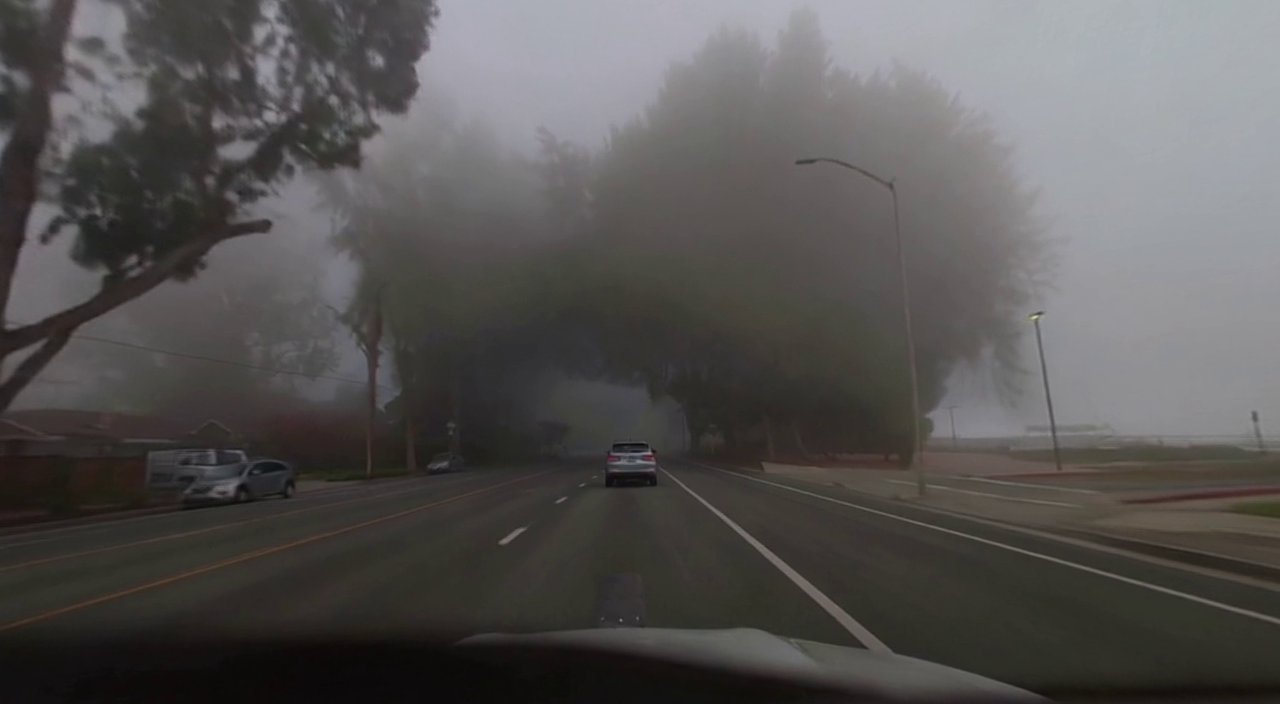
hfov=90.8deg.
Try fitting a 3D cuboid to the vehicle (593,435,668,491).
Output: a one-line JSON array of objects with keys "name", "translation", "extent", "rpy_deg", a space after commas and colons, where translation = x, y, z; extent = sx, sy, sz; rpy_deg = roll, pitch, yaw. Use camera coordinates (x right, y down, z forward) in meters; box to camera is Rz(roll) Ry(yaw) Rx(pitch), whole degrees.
[{"name": "vehicle", "translation": [-0.314, 3.567, 20.600], "extent": [2.181, 1.639, 4.127], "rpy_deg": [0, -9, -1]}]

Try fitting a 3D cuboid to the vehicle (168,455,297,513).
[{"name": "vehicle", "translation": [-13.918, 4.482, 21.914], "extent": [1.900, 1.596, 4.142], "rpy_deg": [-3, -8, -3]}]
